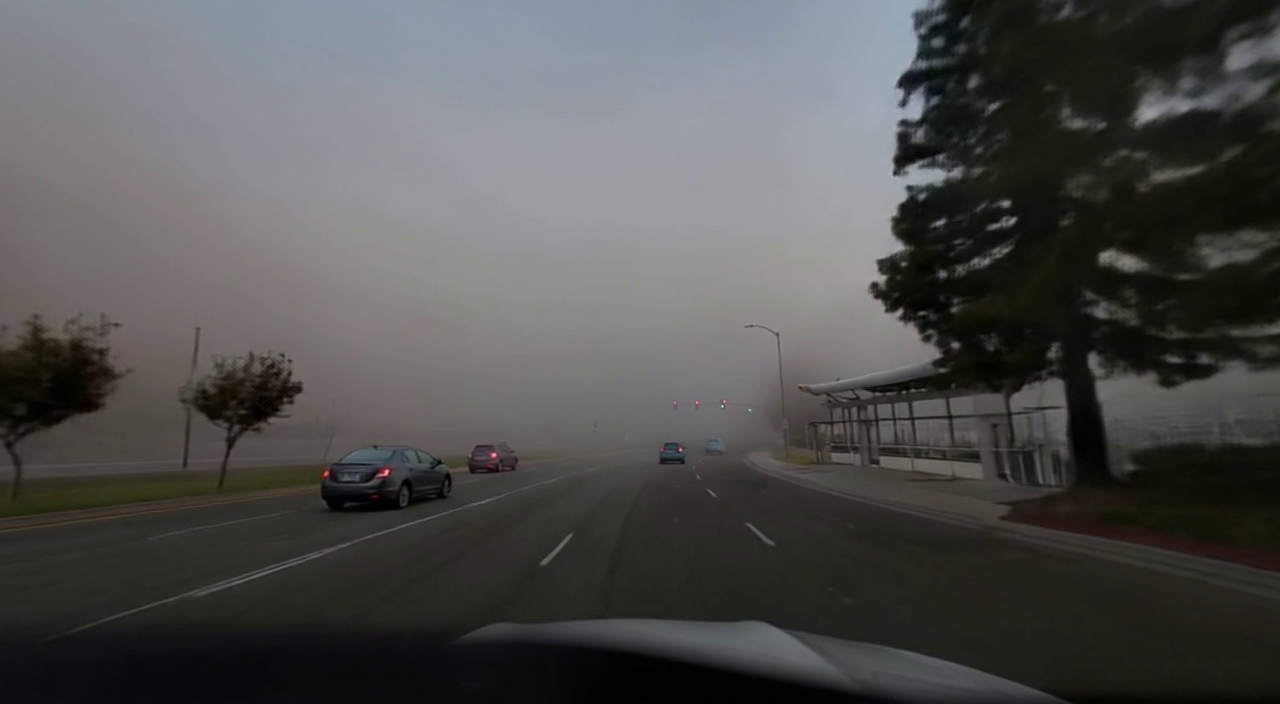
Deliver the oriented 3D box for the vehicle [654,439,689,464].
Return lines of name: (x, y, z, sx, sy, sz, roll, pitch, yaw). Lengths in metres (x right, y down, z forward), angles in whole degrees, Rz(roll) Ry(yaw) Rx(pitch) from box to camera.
vehicle: (2.448, 7.570, 48.088, 2.345, 1.803, 4.261, -1, -8, 7)

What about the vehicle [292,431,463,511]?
vehicle: (-6.400, 2.947, 16.117, 2.181, 1.728, 4.515, -1, -8, 3)

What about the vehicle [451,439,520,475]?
vehicle: (-8.064, 5.510, 33.381, 2.097, 1.782, 4.682, -1, -8, 5)
